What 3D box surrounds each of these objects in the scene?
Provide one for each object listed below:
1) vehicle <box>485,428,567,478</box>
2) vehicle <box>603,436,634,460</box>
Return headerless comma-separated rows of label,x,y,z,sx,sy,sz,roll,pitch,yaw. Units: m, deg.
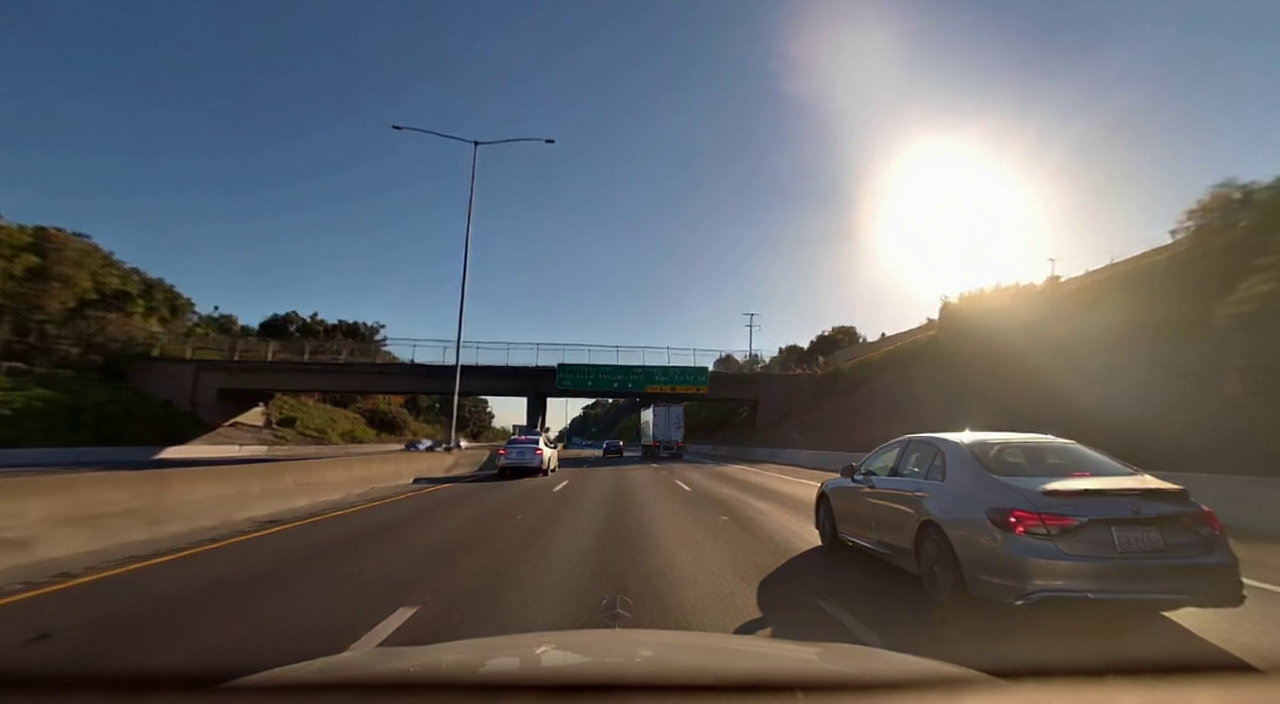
vehicle,-4.282,3.902,24.566,2.377,1.747,4.703,0,-8,-1
vehicle,-1.542,6.749,44.375,2.125,1.542,3.816,0,-8,-3
